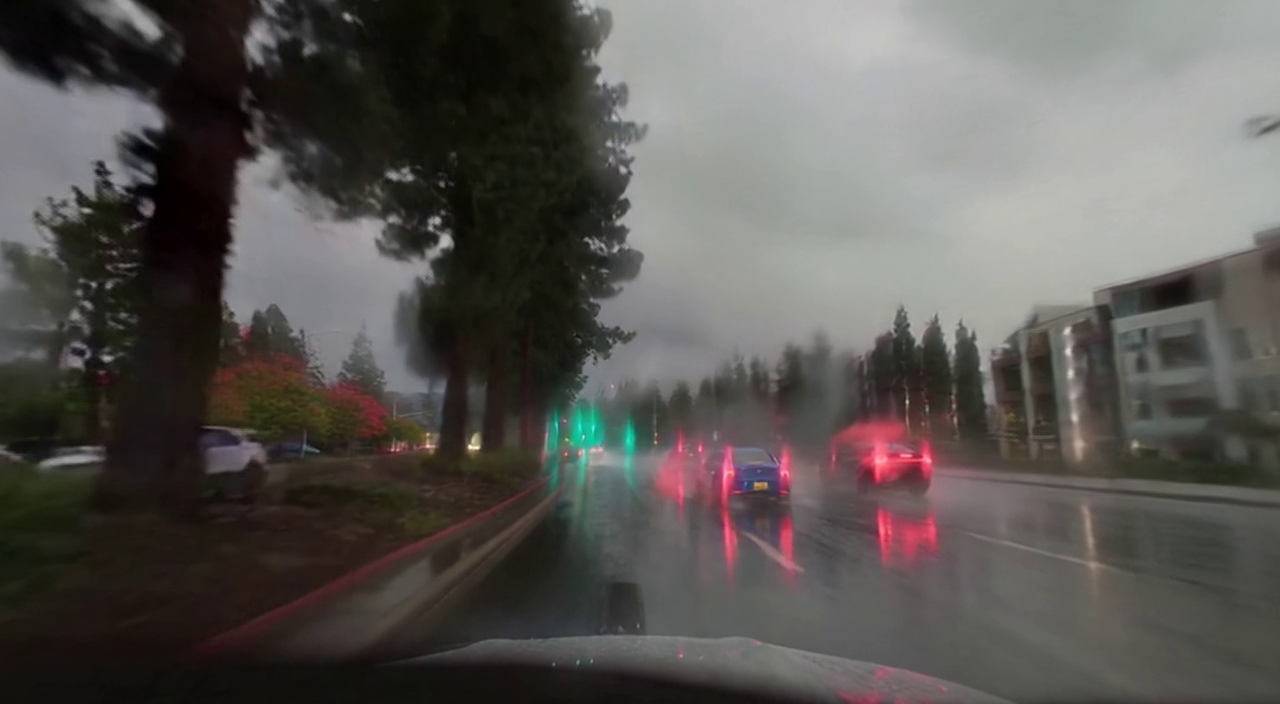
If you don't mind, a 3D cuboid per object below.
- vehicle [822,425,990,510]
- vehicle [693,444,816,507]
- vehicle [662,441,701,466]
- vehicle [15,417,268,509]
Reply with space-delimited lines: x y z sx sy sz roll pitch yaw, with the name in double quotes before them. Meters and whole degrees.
"vehicle" 6.150 2.721 15.319 1.987 1.730 4.373 0 -9 -3
"vehicle" 2.679 3.022 15.949 1.990 1.347 4.388 1 -9 -4
"vehicle" 2.908 7.220 44.997 1.931 1.685 4.054 1 -9 -9
"vehicle" -11.179 2.534 14.811 2.202 1.770 4.742 0 -9 -3
